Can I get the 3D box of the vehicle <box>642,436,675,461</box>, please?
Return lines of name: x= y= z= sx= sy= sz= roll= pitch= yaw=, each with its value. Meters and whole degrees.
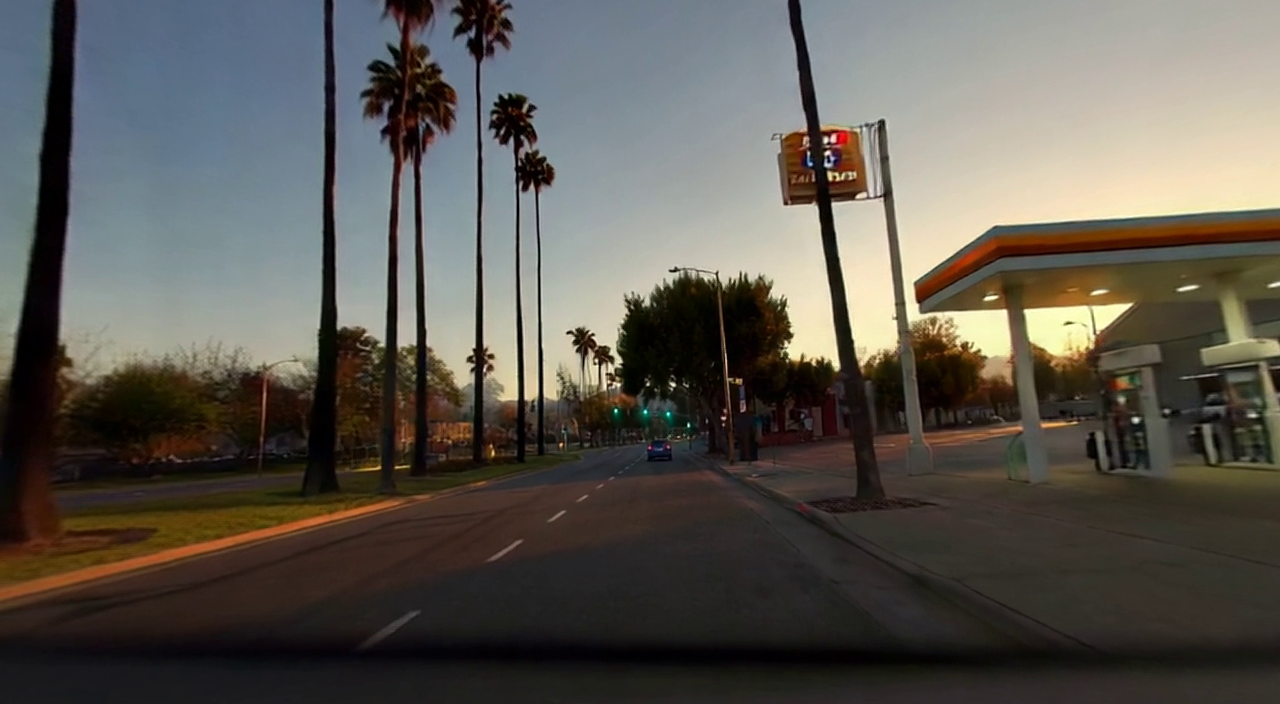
vehicle: x=1.229 y=6.247 z=40.963 sx=2.050 sy=1.509 sz=4.148 roll=0 pitch=-8 yaw=2
